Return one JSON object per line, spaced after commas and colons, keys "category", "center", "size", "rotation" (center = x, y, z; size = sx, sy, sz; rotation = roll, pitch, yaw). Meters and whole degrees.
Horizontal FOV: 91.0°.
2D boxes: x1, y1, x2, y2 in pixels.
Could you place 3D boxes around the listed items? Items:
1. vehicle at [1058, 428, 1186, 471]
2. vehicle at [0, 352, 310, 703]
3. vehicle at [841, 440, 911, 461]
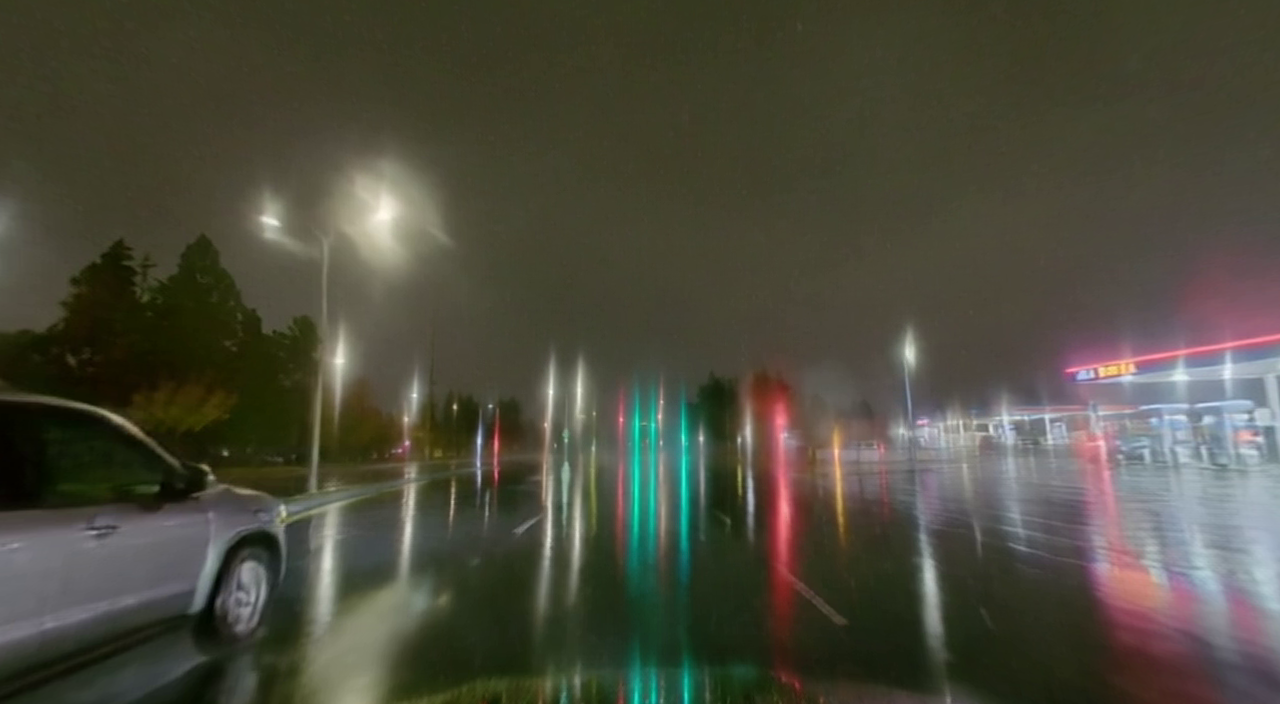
{"category": "vehicle", "center": [23.237, 4.700, 30.667], "size": [2.302, 1.795, 4.724], "rotation": [-2, -8, -3]}
{"category": "vehicle", "center": [-3.391, 0.801, 2.090], "size": [2.039, 1.656, 4.710], "rotation": [0, -9, 0]}
{"category": "vehicle", "center": [17.983, 7.553, 48.129], "size": [4.671, 1.466, 1.937], "rotation": [0, -10, 5]}
